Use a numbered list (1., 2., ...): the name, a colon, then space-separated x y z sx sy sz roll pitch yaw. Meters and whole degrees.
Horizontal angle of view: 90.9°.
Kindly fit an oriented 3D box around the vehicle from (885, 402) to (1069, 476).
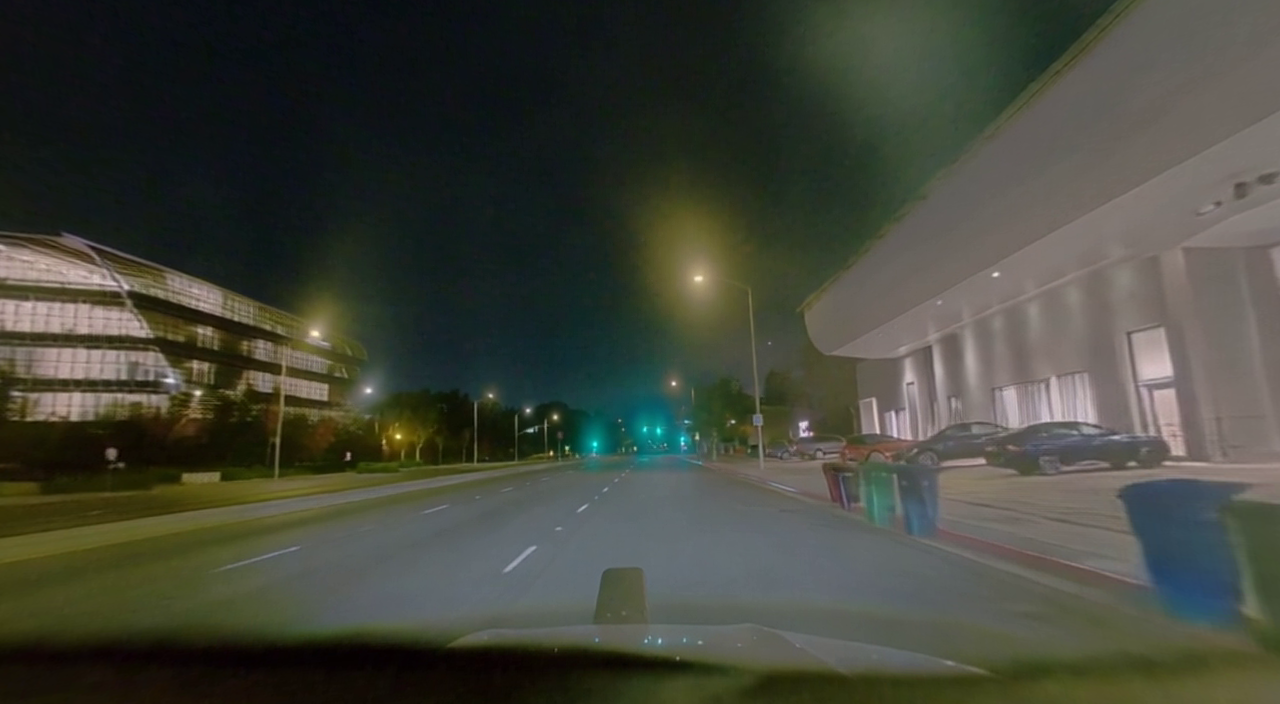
1. vehicle: 12.122 3.195 22.975 5.330 1.917 2.001 -7 -10 1

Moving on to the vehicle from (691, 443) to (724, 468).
1. vehicle: 5.198 8.037 49.157 2.078 1.771 5.174 0 -8 0

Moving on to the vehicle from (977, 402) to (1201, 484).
1. vehicle: 12.133 2.491 17.306 4.478 1.578 1.944 -7 -9 2
